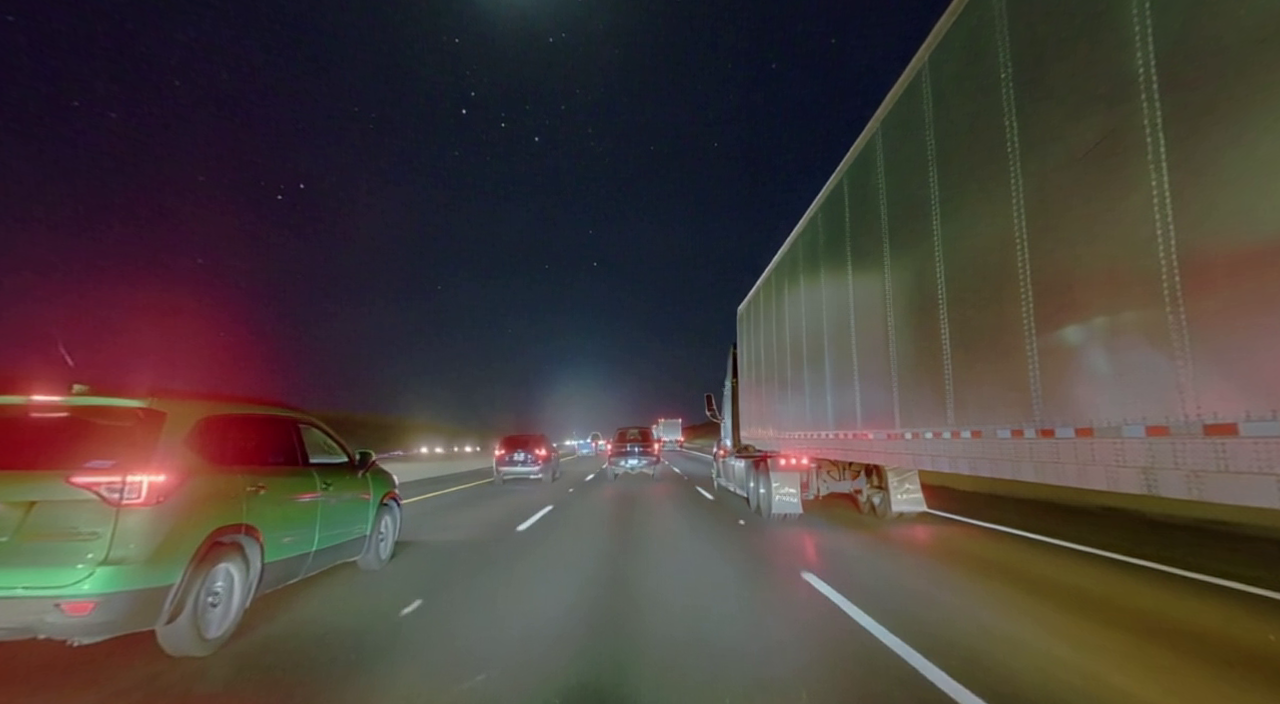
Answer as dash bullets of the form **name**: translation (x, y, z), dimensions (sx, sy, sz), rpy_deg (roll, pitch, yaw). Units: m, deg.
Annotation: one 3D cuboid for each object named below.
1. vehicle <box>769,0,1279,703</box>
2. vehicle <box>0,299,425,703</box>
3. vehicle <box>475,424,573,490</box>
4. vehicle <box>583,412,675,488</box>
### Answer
- **vehicle**: translation (3.661, -0.305, 2.753), dimensions (2.852, 4.121, 16.210), rpy_deg (0, -8, 0)
- **vehicle**: translation (-3.430, 1.017, 4.286), dimensions (2.193, 1.803, 4.958), rpy_deg (0, -8, 0)
- **vehicle**: translation (-3.497, 3.277, 19.975), dimensions (2.120, 1.812, 4.659), rpy_deg (0, -8, 1)
- **vehicle**: translation (-0.343, 3.307, 21.504), dimensions (2.704, 2.216, 5.804), rpy_deg (0, -8, -1)
